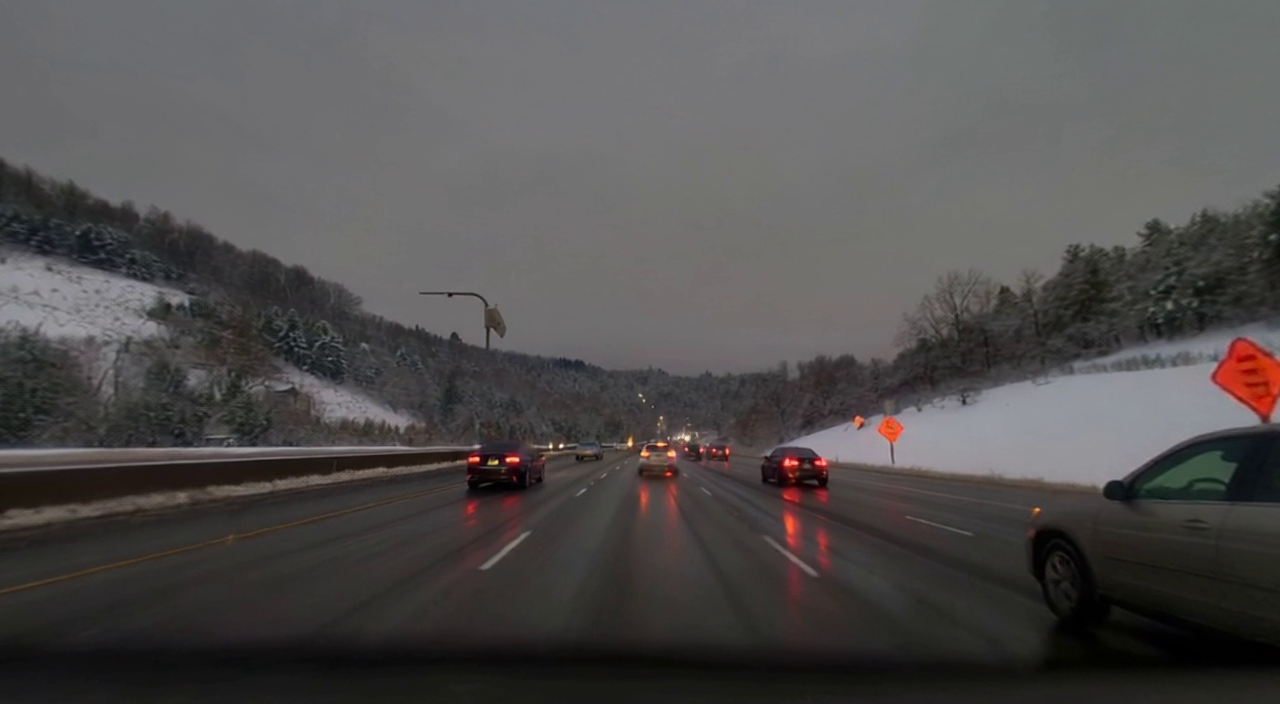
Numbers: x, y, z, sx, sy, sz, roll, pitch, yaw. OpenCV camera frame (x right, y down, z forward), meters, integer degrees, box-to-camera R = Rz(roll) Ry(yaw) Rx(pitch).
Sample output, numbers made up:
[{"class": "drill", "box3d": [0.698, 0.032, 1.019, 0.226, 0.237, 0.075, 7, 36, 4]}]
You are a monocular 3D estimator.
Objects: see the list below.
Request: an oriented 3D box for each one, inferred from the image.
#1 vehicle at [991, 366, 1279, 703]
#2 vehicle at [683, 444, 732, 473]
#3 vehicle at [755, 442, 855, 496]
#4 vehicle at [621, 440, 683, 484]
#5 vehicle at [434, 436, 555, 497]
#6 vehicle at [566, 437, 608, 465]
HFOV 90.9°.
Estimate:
[{"class": "vehicle", "box3d": [3.862, 0.887, 2.720, 2.018, 1.670, 4.658, 0, -8, 0]}, {"class": "vehicle", "box3d": [3.539, 5.666, 33.886, 2.177, 1.453, 4.205, 0, -8, 0]}, {"class": "vehicle", "box3d": [4.976, 3.560, 19.643, 1.867, 1.465, 4.093, 0, -8, -2]}, {"class": "vehicle", "box3d": [0.425, 4.075, 23.717, 2.138, 1.473, 4.392, 0, -8, 0]}, {"class": "vehicle", "box3d": [-3.771, 3.064, 17.255, 2.232, 1.438, 4.163, 0, -8, 2]}, {"class": "vehicle", "box3d": [-3.302, 6.279, 40.198, 2.234, 1.675, 4.527, 0, -8, 1]}]
